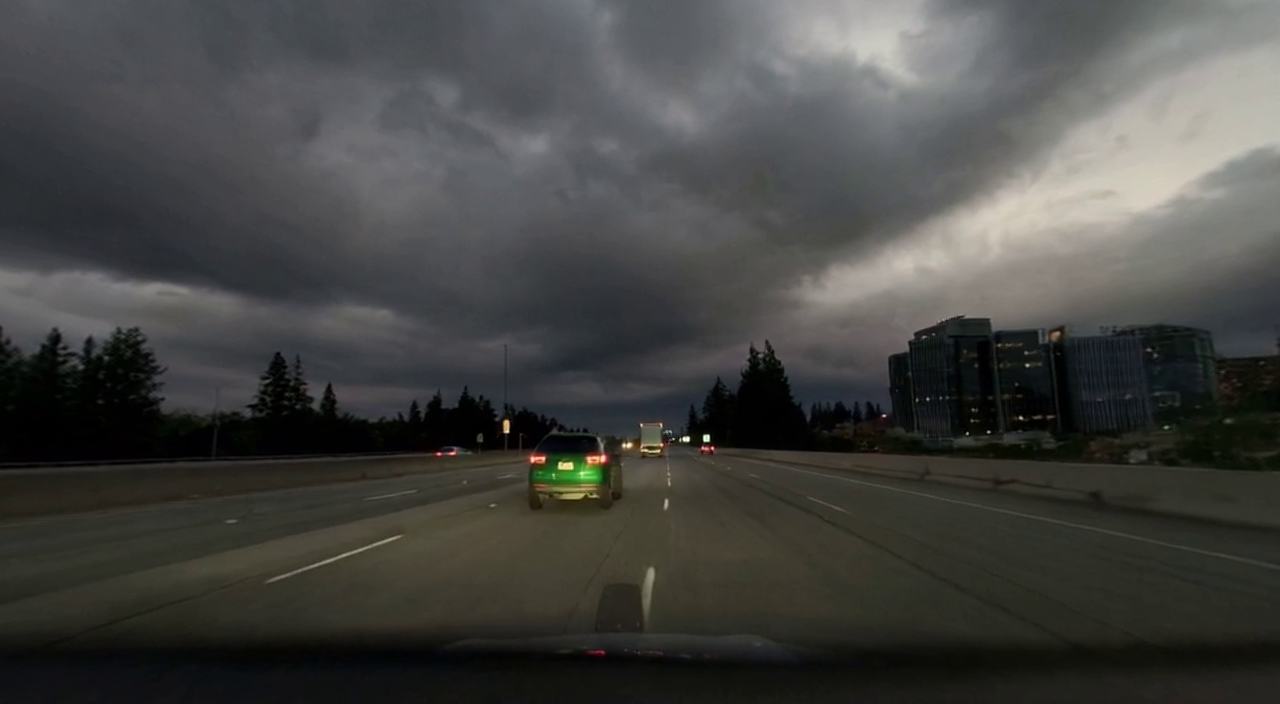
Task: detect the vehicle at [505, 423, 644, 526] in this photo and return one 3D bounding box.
[{"bbox_3d":[-1.121,2.441,13.089,2.111,1.742,4.315,0,-9,4],"label":"vehicle"}]

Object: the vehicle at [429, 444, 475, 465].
[{"bbox_3d":[-14.449,7.925,48.645,1.965,1.503,4.579,0,-9,3],"label":"vehicle"}]
